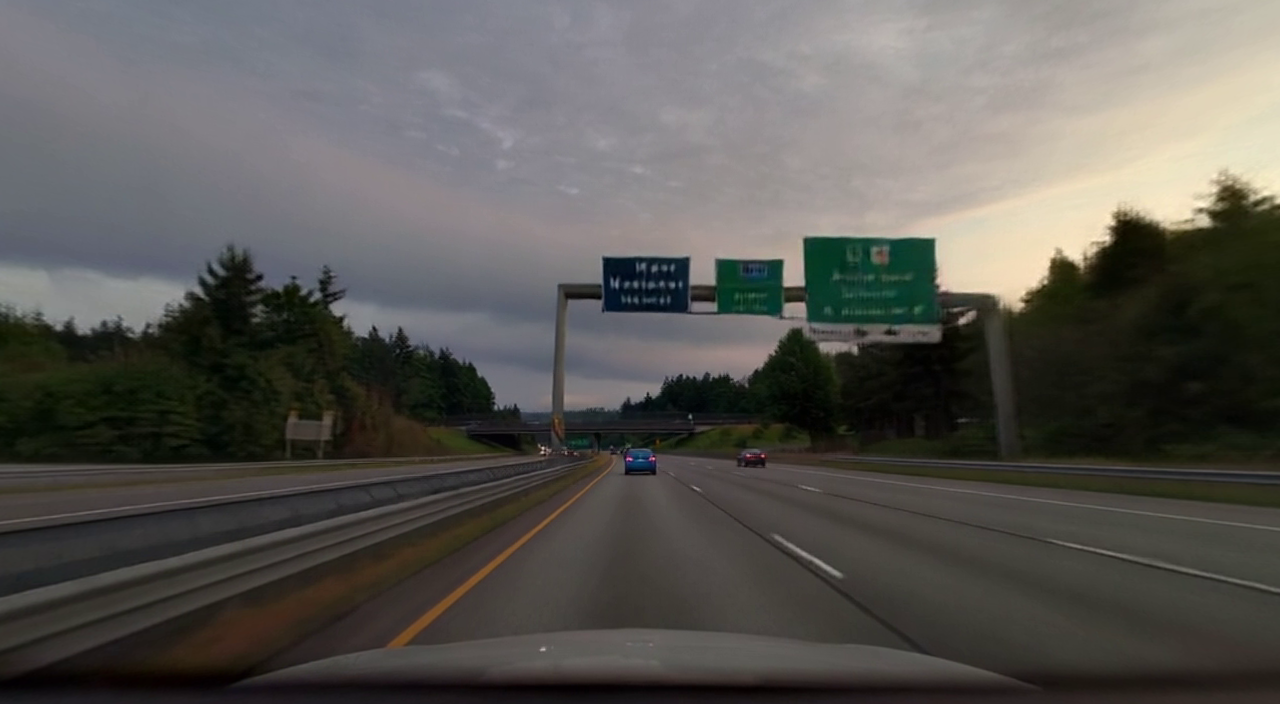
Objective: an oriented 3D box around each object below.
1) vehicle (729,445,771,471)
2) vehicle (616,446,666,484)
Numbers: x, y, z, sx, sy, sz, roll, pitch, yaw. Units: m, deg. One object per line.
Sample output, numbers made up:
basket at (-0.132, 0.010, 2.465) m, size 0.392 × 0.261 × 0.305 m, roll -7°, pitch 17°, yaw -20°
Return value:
vehicle at (7.437, 7.190, 42.955) m, size 2.006 × 1.639 × 4.087 m, roll 0°, pitch -9°, yaw -1°
vehicle at (0.008, 4.892, 27.668) m, size 2.069 × 1.523 × 4.012 m, roll 0°, pitch -9°, yaw -1°
